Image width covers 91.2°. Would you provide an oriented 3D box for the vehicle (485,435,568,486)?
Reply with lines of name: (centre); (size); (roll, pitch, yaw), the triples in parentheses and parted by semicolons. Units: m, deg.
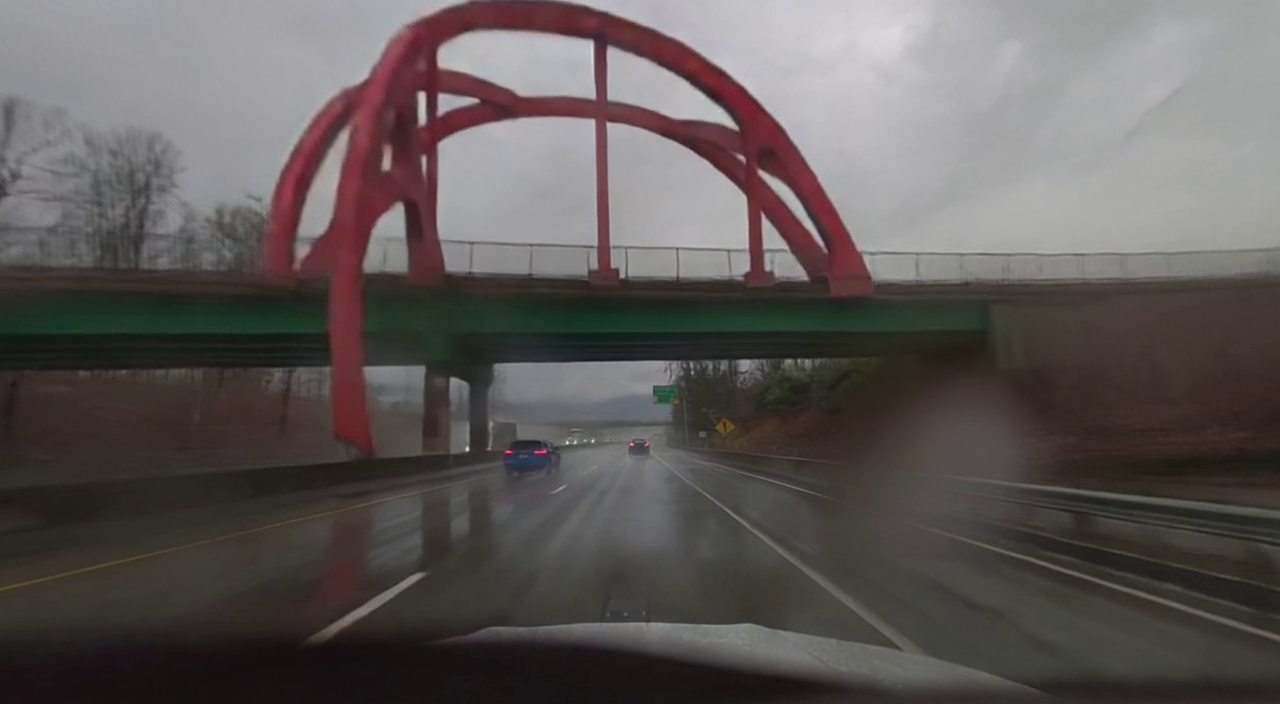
vehicle: (-3.816, 3.736, 21.918); (2.052, 1.556, 4.405); (0, -8, 0)
